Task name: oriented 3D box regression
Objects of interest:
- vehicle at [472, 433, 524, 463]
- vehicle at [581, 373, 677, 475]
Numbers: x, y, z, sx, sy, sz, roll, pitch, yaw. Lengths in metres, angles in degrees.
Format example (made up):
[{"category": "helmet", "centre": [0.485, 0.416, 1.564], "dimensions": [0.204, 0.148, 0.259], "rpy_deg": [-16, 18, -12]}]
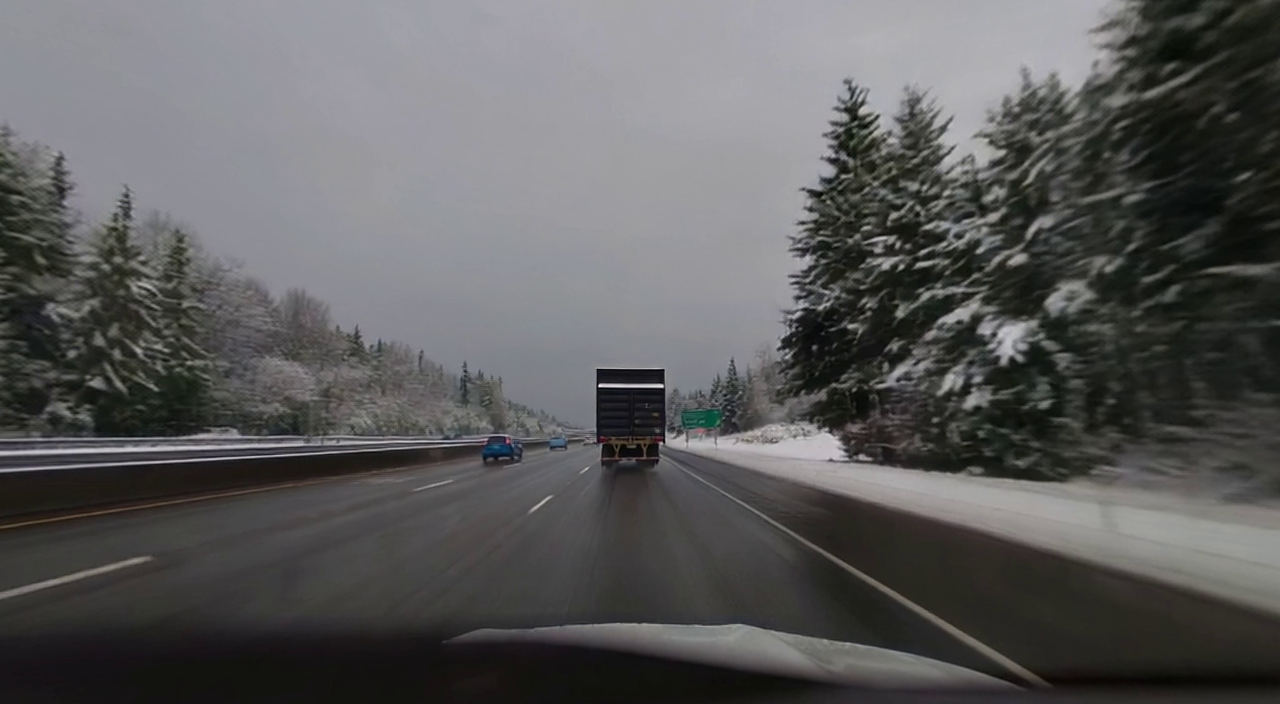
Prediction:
[{"category": "vehicle", "centre": [-7.300, 4.950, 32.619], "dimensions": [1.856, 1.479, 3.710], "rpy_deg": [0, -8, 0]}, {"category": "vehicle", "centre": [-0.488, 3.352, 28.325], "dimensions": [3.033, 3.223, 14.836], "rpy_deg": [4, -8, -1]}]
